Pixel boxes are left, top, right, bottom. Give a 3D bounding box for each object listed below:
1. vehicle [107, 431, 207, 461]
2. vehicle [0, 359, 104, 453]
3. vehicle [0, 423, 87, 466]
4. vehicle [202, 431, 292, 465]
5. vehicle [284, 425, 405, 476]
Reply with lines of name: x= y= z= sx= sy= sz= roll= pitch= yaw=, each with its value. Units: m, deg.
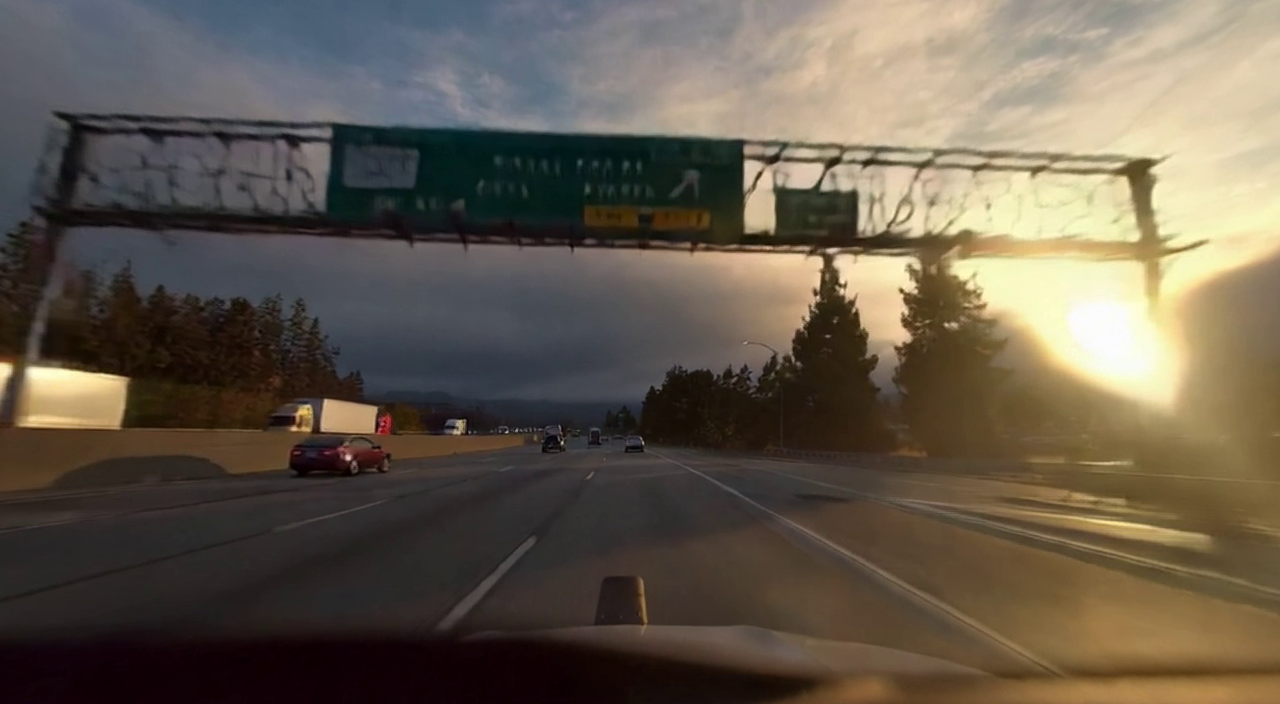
vehicle: x=-25.310 y=4.924 z=33.277 sx=1.913 sy=1.419 sz=4.406 roll=0 pitch=-8 yaw=-3
vehicle: x=-29.372 y=2.290 z=27.060 sx=2.780 sy=4.092 sz=11.598 roll=0 pitch=-7 yaw=-1
vehicle: x=-25.030 y=3.712 z=25.506 sx=1.822 sy=1.593 sz=3.922 roll=0 pitch=-8 yaw=-2
vehicle: x=-17.860 y=4.353 z=28.844 sx=1.833 sy=1.439 sz=3.471 roll=0 pitch=-8 yaw=0
vehicle: x=-10.730 y=3.602 z=23.418 sx=2.197 sy=1.654 sz=4.823 roll=0 pitch=-8 yaw=-1
